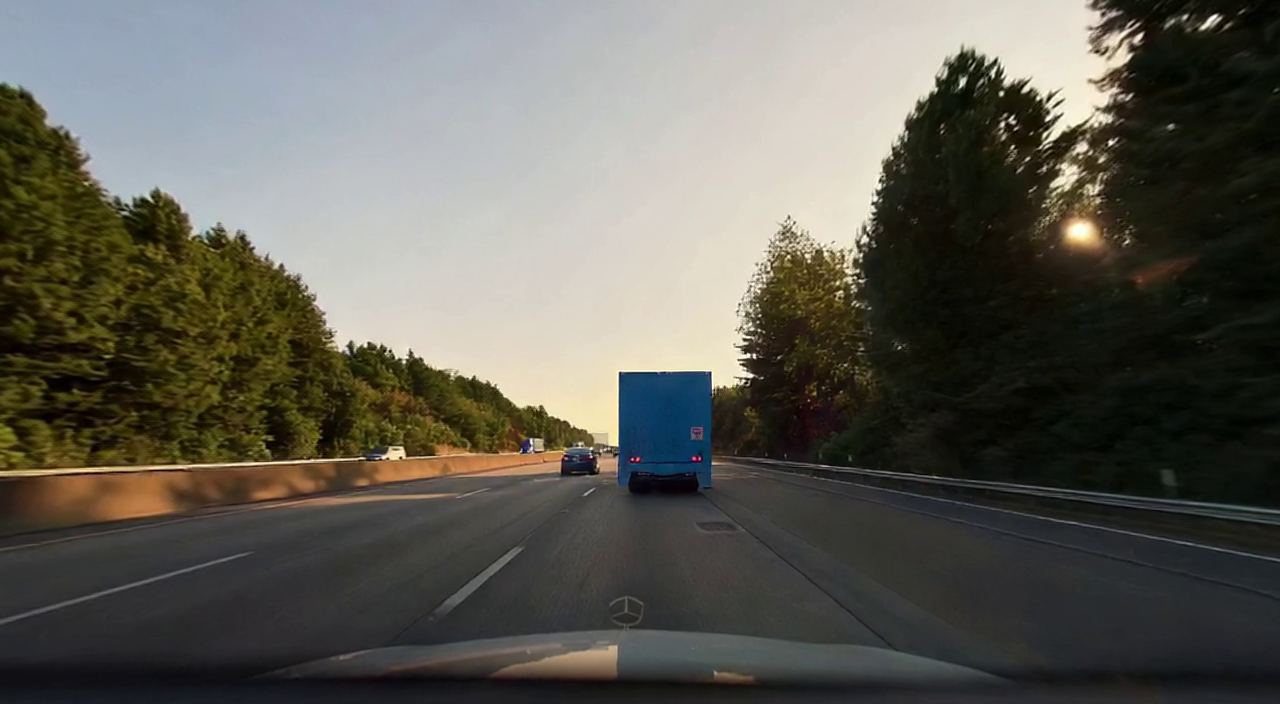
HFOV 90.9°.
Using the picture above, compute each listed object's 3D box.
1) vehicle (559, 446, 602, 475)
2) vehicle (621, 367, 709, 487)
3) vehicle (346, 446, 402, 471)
[{"bbox_3d":[-3.239,5.957,34.870,1.985,1.482,3.923,0,-9,0],"label":"vehicle"},{"bbox_3d":[0.810,3.234,25.981,2.898,3.973,10.063,0,-9,0],"label":"vehicle"},{"bbox_3d":[-19.346,7.758,46.120,1.974,1.711,4.813,0,-9,0],"label":"vehicle"}]
